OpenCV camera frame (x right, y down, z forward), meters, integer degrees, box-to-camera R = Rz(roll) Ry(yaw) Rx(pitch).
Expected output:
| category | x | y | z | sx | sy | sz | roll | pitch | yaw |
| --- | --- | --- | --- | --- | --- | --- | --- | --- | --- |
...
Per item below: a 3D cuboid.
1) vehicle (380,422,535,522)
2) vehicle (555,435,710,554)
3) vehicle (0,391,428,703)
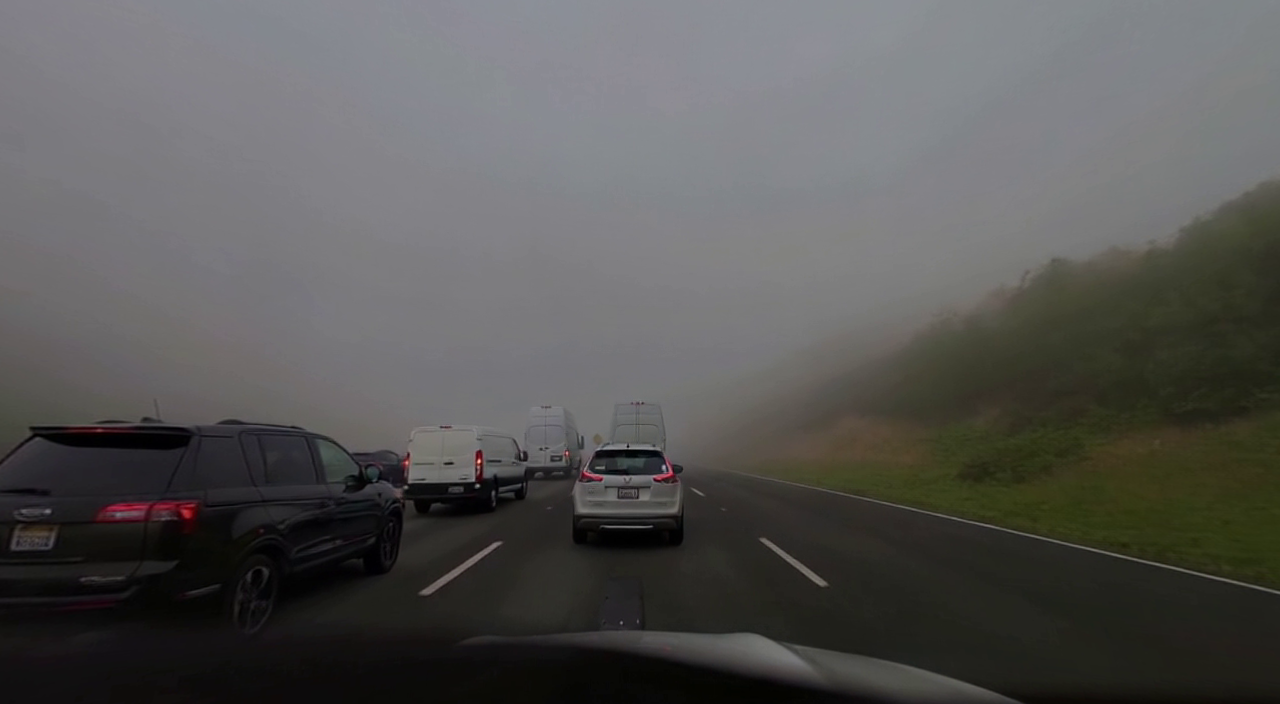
| category | x | y | z | sx | sy | sz | roll | pitch | yaw |
| --- | --- | --- | --- | --- | --- | --- | --- | --- | --- |
| vehicle | -3.920 | 2.689 | 14.574 | 2.055 | 1.913 | 4.584 | -1 | -9 | 2 |
| vehicle | -0.095 | 2.106 | 9.894 | 1.995 | 1.495 | 3.380 | 0 | -9 | 0 |
| vehicle | -3.669 | 1.384 | 5.573 | 2.029 | 1.656 | 4.437 | 0 | -9 | 0 |
